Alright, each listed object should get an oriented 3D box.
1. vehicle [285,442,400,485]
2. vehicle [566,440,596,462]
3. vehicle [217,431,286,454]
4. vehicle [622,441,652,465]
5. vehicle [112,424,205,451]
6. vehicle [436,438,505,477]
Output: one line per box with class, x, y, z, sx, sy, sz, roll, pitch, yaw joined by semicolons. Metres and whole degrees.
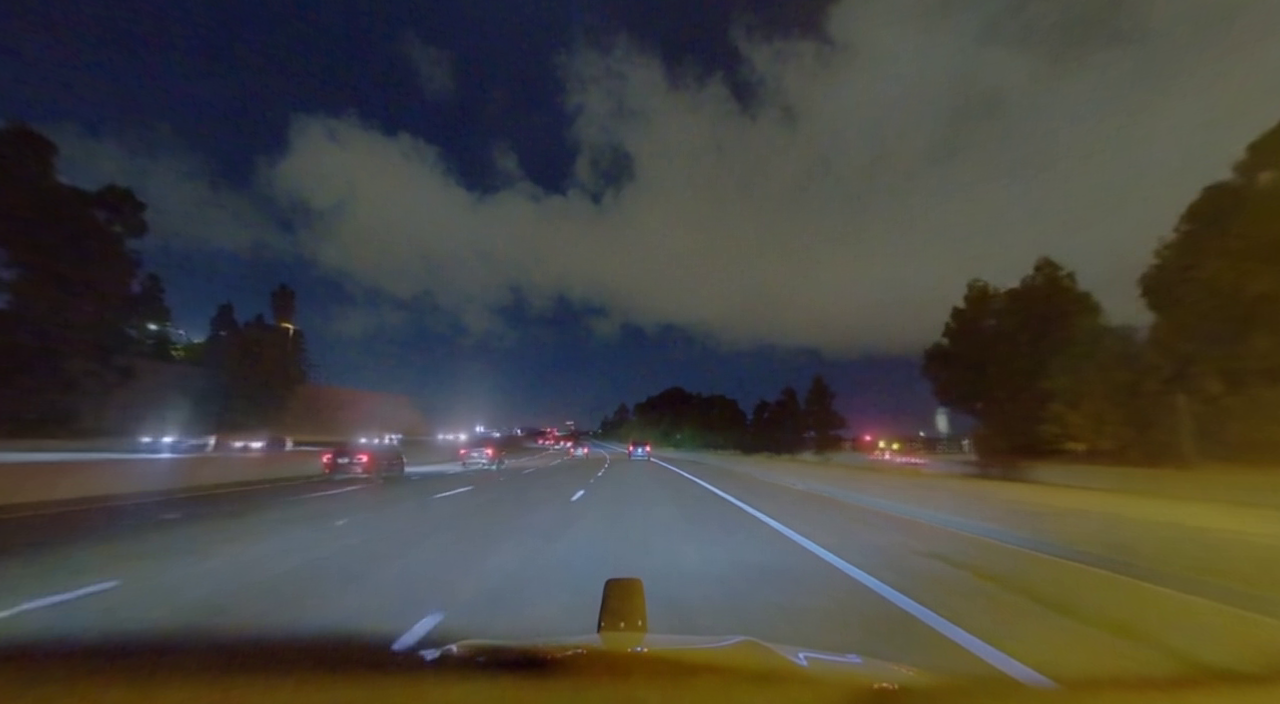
vehicle;-11.145;4.185;24.106;1.935;1.474;5.033;0;-8;0
vehicle;-4.540;7.694;49.211;1.991;1.610;4.606;0;-8;-1
vehicle;-26.175;6.124;42.713;1.902;1.473;4.341;0;-8;0
vehicle;-0.258;6.599;41.312;1.881;1.460;3.694;0;-8;-2
vehicle;-33.882;6.059;44.606;2.162;1.766;5.668;0;-8;-1
vehicle;-7.654;4.785;28.911;2.086;1.628;4.039;0;-8;-1
